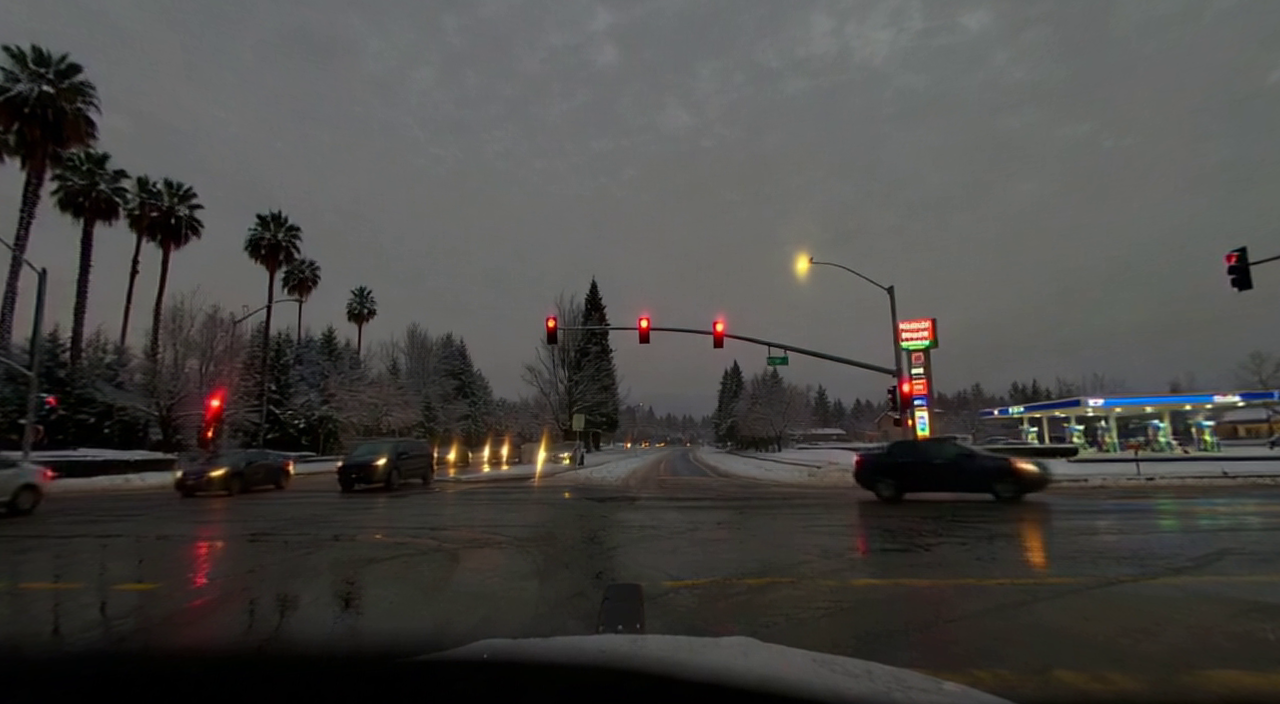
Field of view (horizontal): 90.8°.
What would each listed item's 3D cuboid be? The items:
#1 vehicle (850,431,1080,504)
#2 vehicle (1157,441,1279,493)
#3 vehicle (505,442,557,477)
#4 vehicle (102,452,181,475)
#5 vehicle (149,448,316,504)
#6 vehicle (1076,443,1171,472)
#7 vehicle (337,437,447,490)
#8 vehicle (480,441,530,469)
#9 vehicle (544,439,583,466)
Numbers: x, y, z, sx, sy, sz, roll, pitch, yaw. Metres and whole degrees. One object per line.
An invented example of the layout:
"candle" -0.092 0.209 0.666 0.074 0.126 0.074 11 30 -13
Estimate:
"vehicle" 8.109 2.929 16.382 4.938 1.651 2.138 -3 -9 19
"vehicle" 18.724 3.401 18.830 5.015 1.446 1.862 0 -9 -3
"vehicle" -5.025 5.014 29.753 1.983 1.464 4.579 1 -9 -4
"vehicle" -35.257 7.868 44.832 1.886 1.523 4.581 0 -9 -1
"vehicle" -11.844 3.602 18.830 1.966 1.455 4.493 0 -9 0
"vehicle" 24.246 5.300 31.746 3.474 1.376 1.538 0 -9 -2
"vehicle" -8.557 3.878 22.273 2.156 1.662 4.186 0 -9 -1
"vehicle" -8.564 6.567 40.440 2.124 1.701 4.551 0 -9 1
"vehicle" -5.215 6.903 43.566 1.929 1.719 4.892 0 -9 1
